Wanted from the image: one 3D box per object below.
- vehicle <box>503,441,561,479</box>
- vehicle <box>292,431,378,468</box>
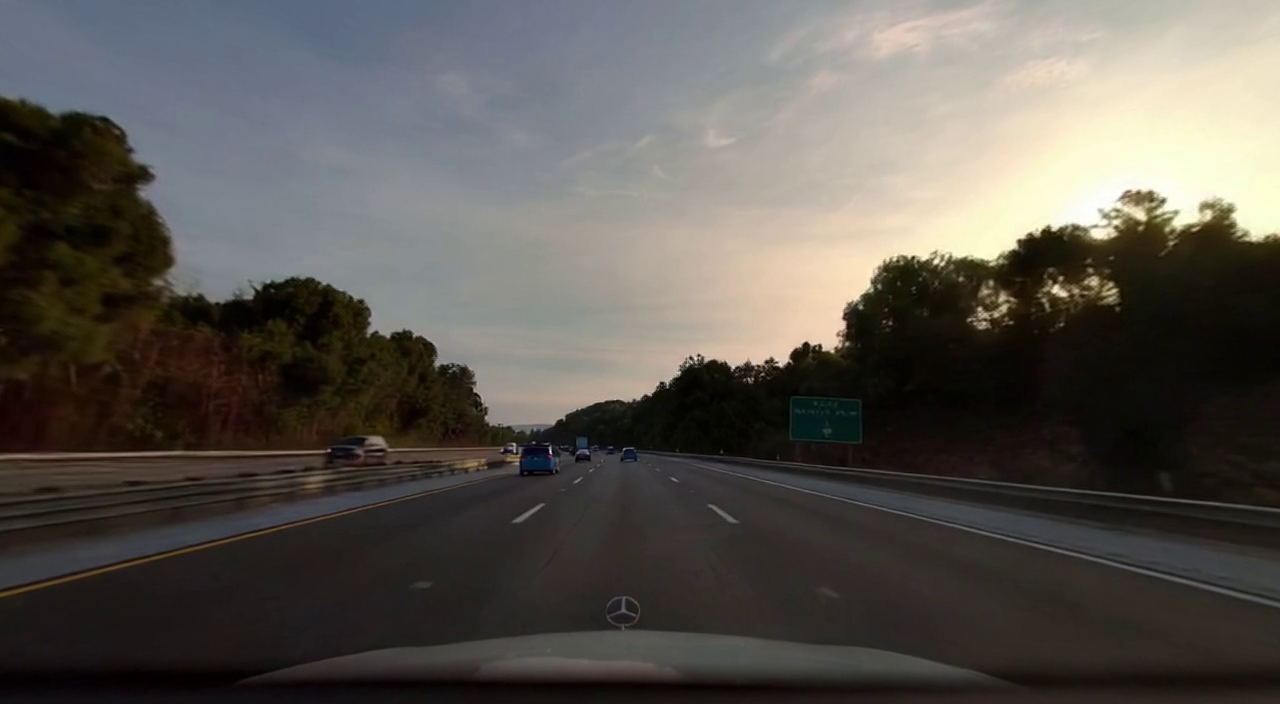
[{"bbox_3d":[-5.115,5.169,30.452,2.088,1.675,4.108,0,-9,0],"label":"vehicle"},{"bbox_3d":[-13.539,4.365,28.299,1.932,1.527,3.899,0,-9,0],"label":"vehicle"}]
